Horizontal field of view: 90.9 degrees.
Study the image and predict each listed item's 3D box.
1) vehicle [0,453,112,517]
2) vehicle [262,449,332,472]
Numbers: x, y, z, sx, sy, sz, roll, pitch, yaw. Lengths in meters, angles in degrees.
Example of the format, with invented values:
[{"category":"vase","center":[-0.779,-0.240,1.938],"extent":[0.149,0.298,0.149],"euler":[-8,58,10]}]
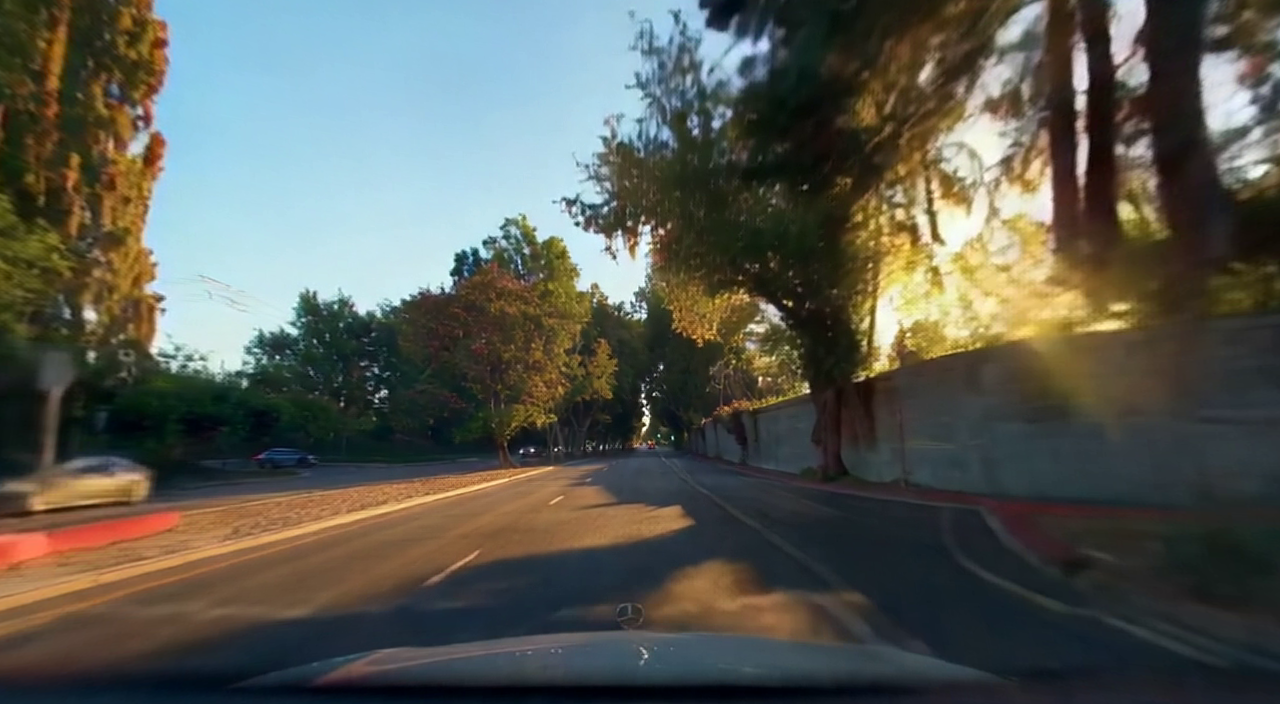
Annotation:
[{"category":"vehicle","center":[-16.774,3.482,16.761],"extent":[1.926,1.513,4.132],"euler":[0,-8,-2]},{"category":"vehicle","center":[-25.781,8.154,47.465],"extent":[4.188,1.536,1.845],"euler":[0,-8,-3]}]
